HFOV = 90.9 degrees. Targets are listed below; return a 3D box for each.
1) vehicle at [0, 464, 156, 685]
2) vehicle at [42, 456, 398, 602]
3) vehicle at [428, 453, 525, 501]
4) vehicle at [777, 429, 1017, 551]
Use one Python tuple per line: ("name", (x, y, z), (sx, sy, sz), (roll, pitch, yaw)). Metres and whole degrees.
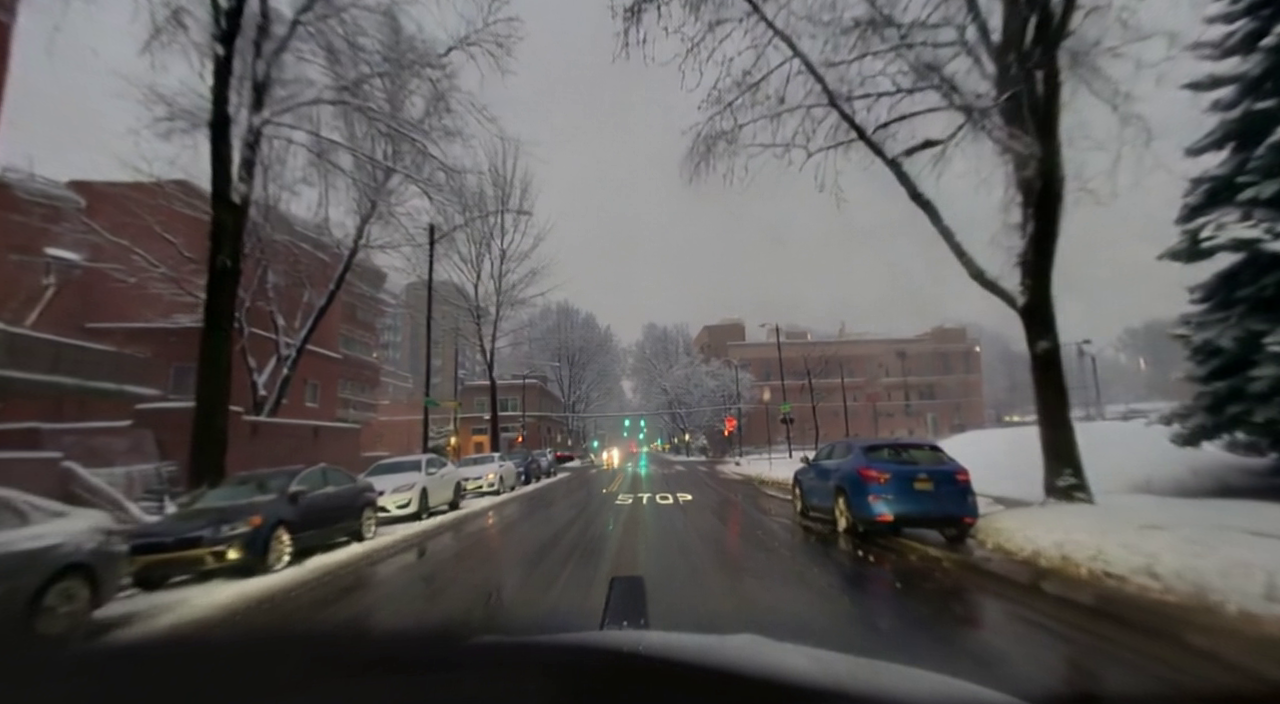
("vehicle", (-5.403, 1.427, 3.481), (2.089, 1.463, 4.350), (0, -8, -2))
("vehicle", (-5.475, 2.312, 9.318), (1.873, 1.448, 5.013), (0, -8, -1))
("vehicle", (-5.469, 4.233, 21.769), (2.131, 1.407, 4.547), (0, -8, 0))
("vehicle", (3.827, 2.116, 10.383), (1.978, 1.554, 4.192), (0, -8, -3))
